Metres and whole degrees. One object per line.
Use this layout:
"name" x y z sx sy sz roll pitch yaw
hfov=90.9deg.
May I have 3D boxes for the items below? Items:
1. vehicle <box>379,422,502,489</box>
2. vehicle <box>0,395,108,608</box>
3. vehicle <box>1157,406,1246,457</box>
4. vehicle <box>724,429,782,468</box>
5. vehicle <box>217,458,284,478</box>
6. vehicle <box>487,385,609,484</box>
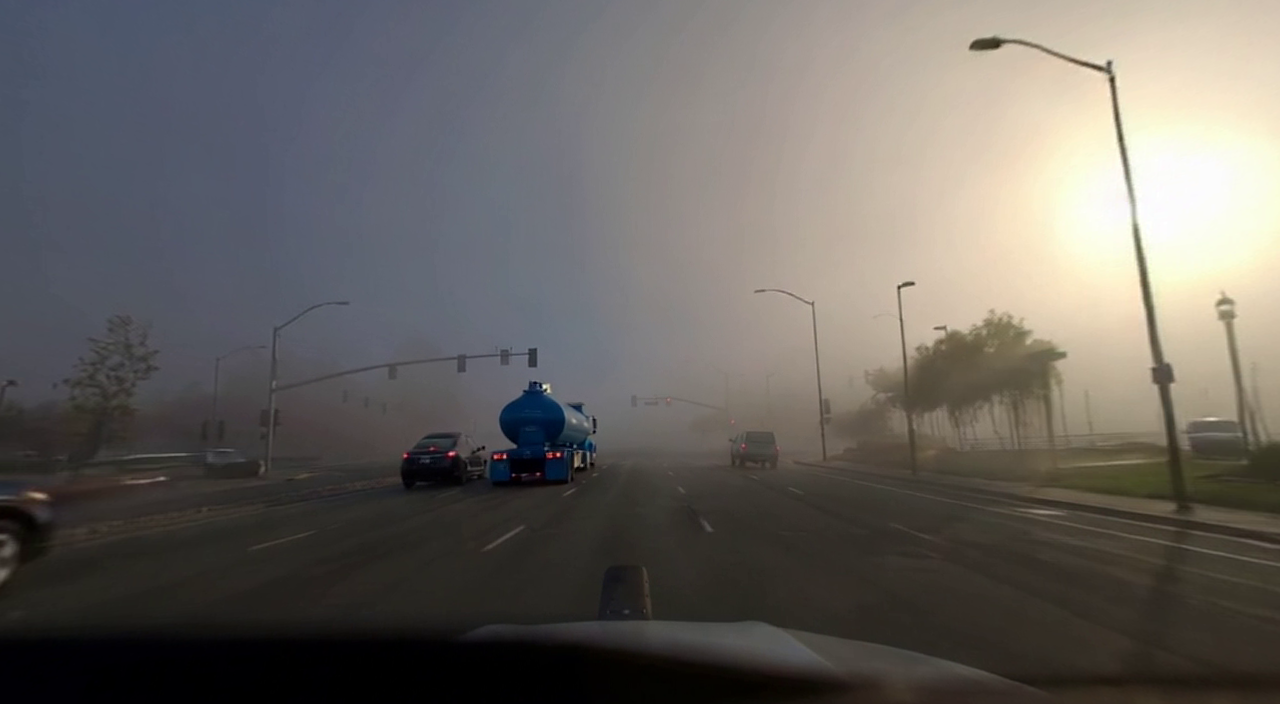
"vehicle" -6.582 3.495 21.657 2.375 1.989 5.497 0 -8 0
"vehicle" -6.420 1.045 3.871 2.179 1.750 4.621 0 -8 1
"vehicle" 23.255 3.359 26.168 2.380 1.890 5.620 -7 -11 41
"vehicle" 5.914 5.139 33.725 2.093 1.926 4.749 0 -8 -2
"vehicle" -30.704 9.125 49.697 4.507 1.470 1.816 -2 -8 15
"vehicle" -3.148 3.566 26.676 2.841 3.004 14.901 0 -8 0
